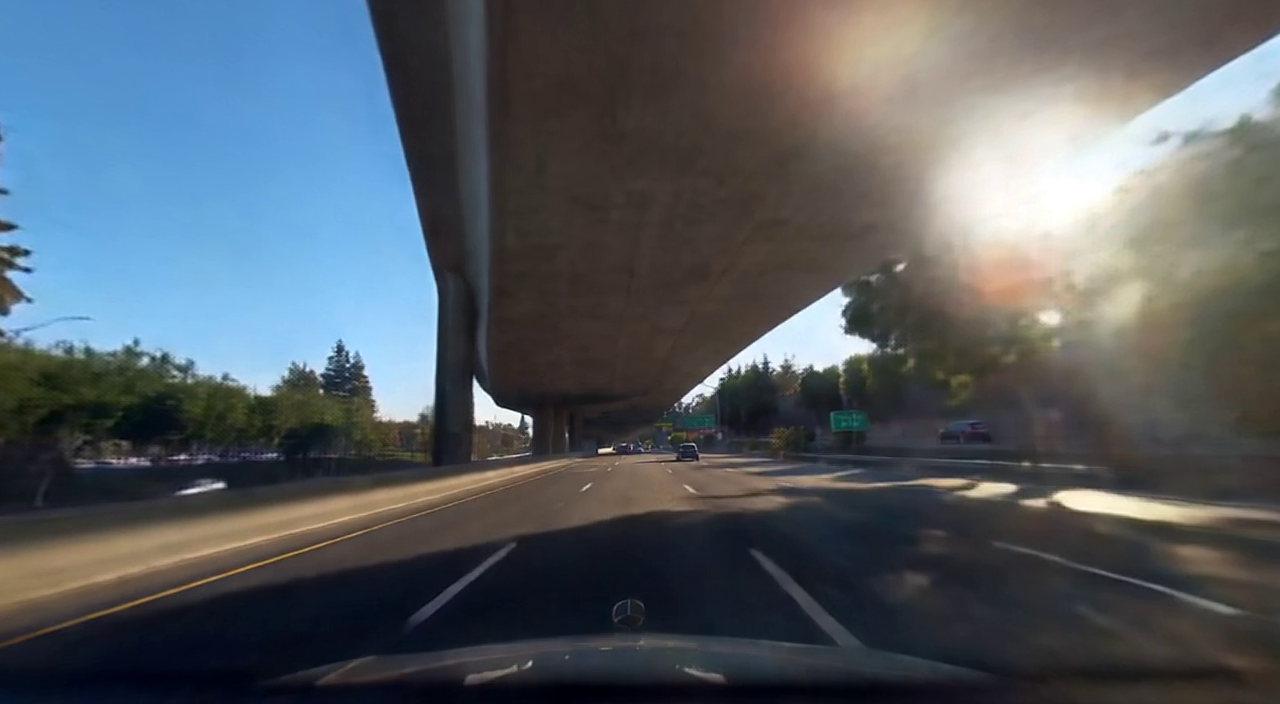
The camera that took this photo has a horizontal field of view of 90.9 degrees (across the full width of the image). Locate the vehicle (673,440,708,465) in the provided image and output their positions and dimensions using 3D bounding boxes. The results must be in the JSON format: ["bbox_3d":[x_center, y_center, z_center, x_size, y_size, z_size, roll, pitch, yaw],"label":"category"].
[{"bbox_3d":[3.713,7.458,47.076,2.099,1.748,4.331,0,-8,-1],"label":"vehicle"}]

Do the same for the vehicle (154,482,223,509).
[{"bbox_3d":[-32.733,10.397,45.873,1.843,1.550,4.537,0,-8,-3],"label":"vehicle"}]
